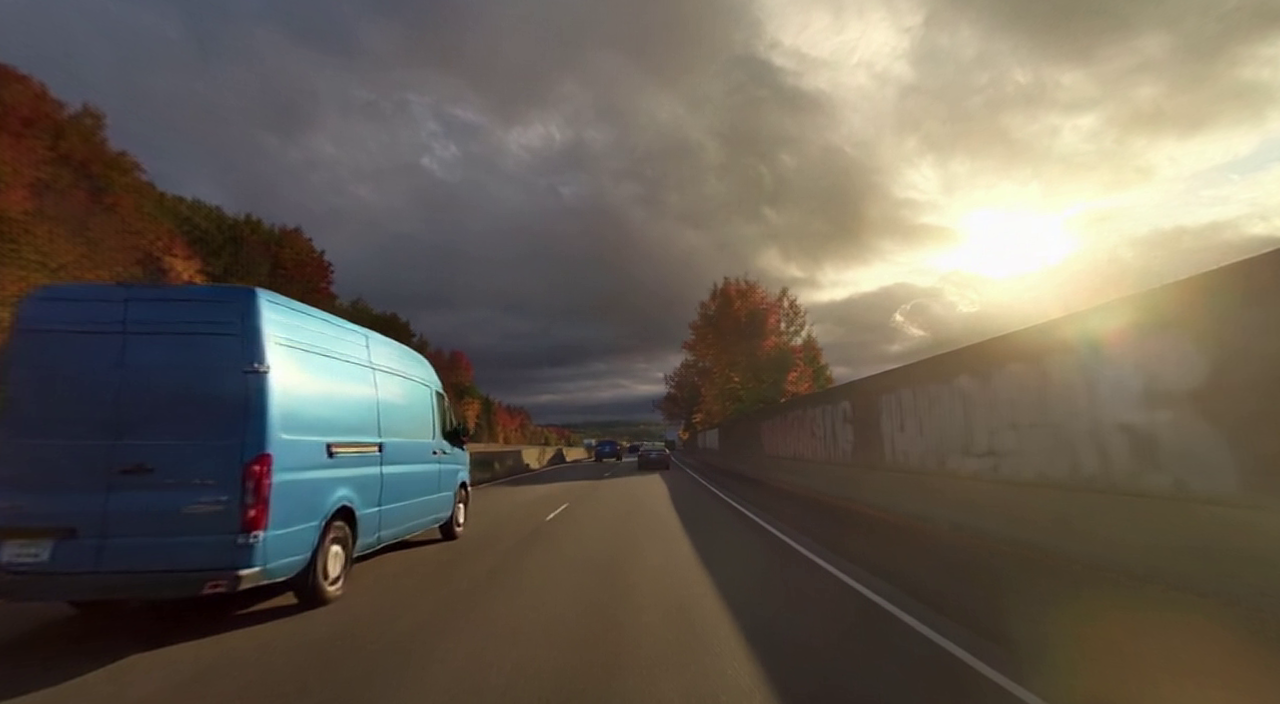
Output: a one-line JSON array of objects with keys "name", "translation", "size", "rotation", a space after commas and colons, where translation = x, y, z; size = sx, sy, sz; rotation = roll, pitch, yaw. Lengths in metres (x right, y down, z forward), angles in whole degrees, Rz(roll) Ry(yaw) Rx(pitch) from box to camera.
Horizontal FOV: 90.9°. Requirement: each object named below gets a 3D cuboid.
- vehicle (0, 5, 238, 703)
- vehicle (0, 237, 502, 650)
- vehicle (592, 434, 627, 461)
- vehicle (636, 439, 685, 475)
[{"name": "vehicle", "translation": [-3.575, -0.100, 1.072], "size": [2.334, 2.769, 5.087], "rotation": [0, -8, 0]}, {"name": "vehicle", "translation": [-3.508, 0.988, 7.286], "size": [2.297, 2.687, 6.317], "rotation": [0, -8, 0]}, {"name": "vehicle", "translation": [-2.320, 7.525, 49.879], "size": [2.199, 1.973, 5.078], "rotation": [0, -8, 3]}, {"name": "vehicle", "translation": [0.915, 4.718, 28.555], "size": [2.071, 1.487, 3.948], "rotation": [0, -8, 1]}]
